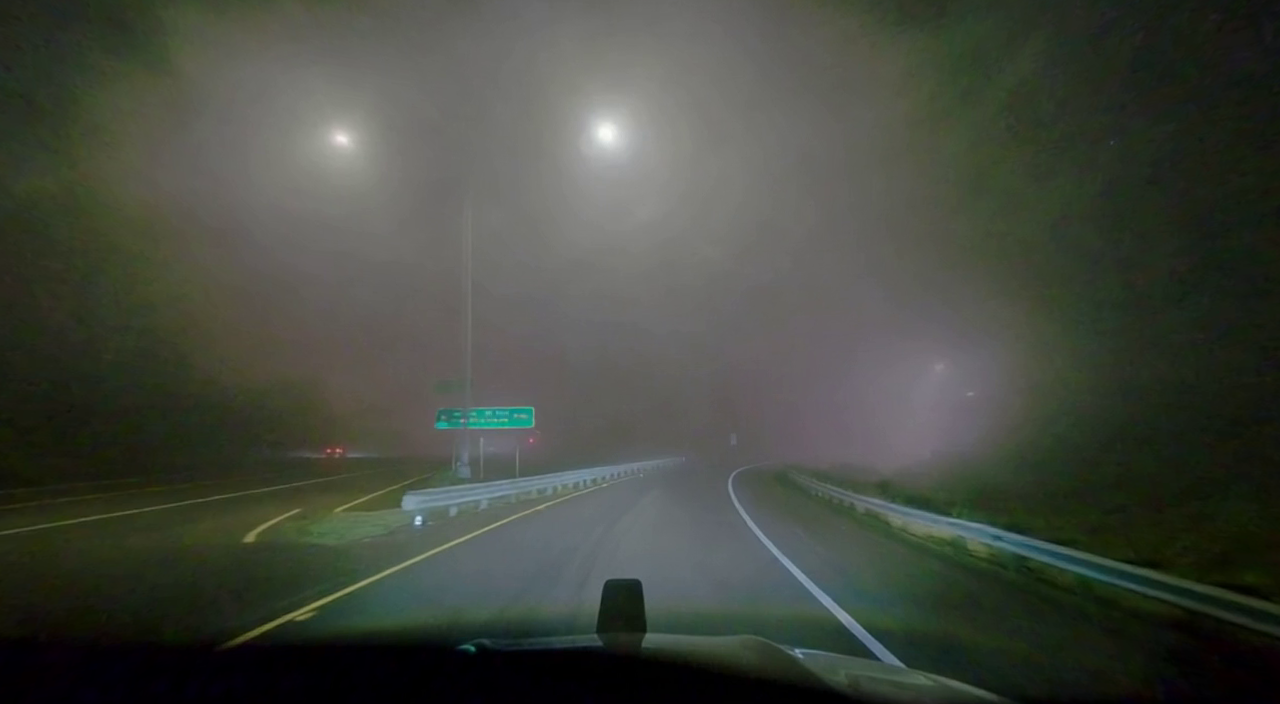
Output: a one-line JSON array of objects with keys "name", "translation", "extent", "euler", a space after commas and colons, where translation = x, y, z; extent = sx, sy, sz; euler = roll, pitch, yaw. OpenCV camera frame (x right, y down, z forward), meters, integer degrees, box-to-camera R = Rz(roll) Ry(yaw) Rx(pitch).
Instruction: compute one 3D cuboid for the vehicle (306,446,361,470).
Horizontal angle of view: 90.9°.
[{"name": "vehicle", "translation": [-20.594, 7.109, 42.487], "extent": [2.044, 1.492, 4.665], "euler": [2, -9, -10]}]
